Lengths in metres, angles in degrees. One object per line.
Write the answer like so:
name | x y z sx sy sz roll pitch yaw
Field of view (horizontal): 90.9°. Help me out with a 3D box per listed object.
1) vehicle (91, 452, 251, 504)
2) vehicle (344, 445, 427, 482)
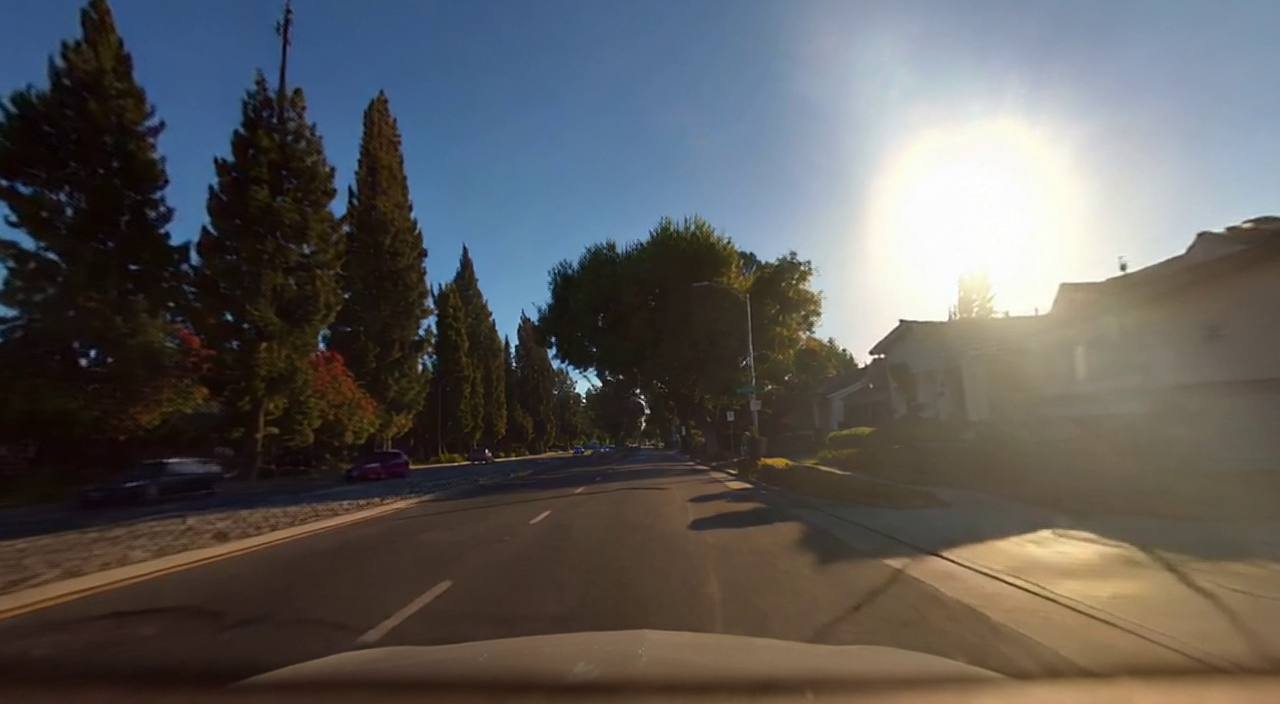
vehicle | -15.236 4.069 20.866 1.942 1.481 4.412 0 -8 -1
vehicle | -12.242 5.352 30.702 2.193 1.628 4.560 0 -8 -1
